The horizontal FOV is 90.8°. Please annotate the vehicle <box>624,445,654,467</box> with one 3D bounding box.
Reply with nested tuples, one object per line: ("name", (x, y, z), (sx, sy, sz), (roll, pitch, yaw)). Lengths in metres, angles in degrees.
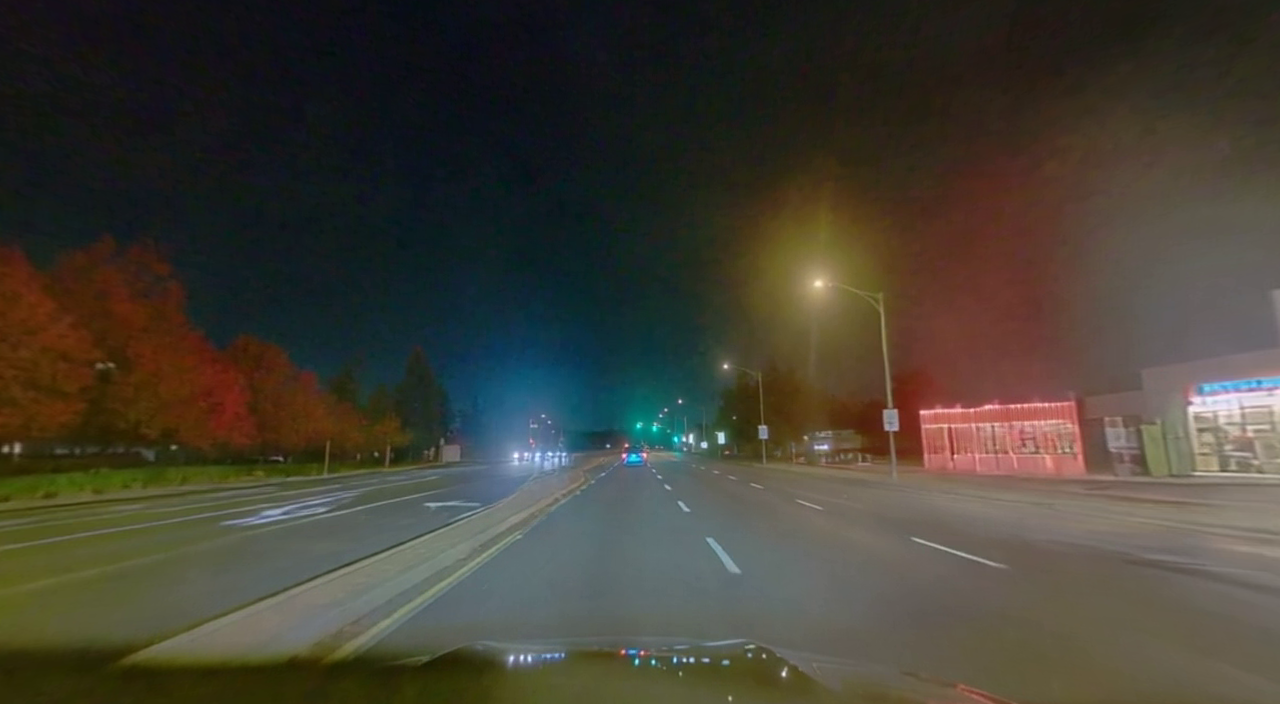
("vehicle", (-0.068, 7.314, 44.585), (2.027, 1.494, 3.942), (0, -8, -1))
